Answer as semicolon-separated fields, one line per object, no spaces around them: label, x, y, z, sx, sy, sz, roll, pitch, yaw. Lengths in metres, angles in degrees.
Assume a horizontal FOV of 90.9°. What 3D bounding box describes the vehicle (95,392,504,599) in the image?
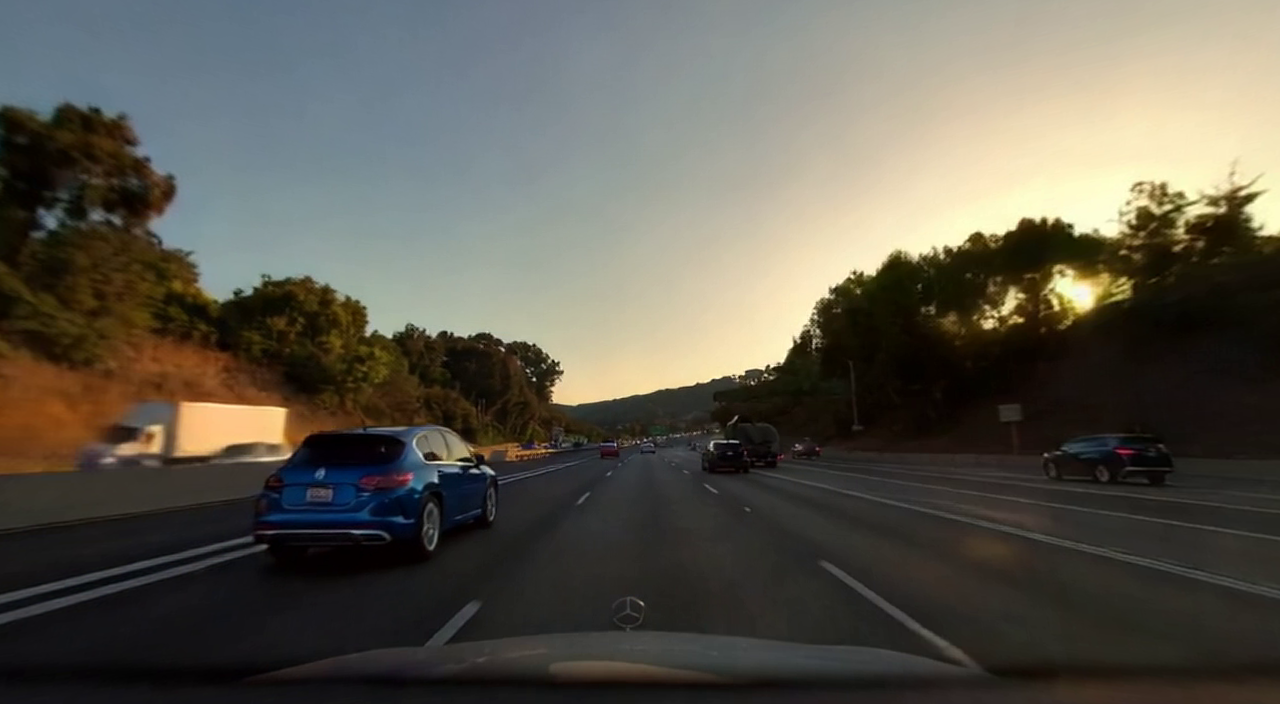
vehicle;-3.514;1.627;8.109;2.218;1.764;5.229;0;-9;2

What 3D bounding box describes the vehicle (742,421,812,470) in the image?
vehicle;7.830;5.418;36.629;2.729;2.628;4.875;0;-9;-2

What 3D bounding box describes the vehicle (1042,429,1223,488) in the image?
vehicle;18.914;4.119;24.740;2.221;1.995;5.803;0;-9;-2

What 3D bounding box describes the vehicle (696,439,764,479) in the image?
vehicle;3.623;4.419;26.274;2.080;1.493;4.674;0;-9;-1

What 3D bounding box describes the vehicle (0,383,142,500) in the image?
vehicle;-23.078;3.354;23.558;3.009;3.917;6.945;0;-9;1
